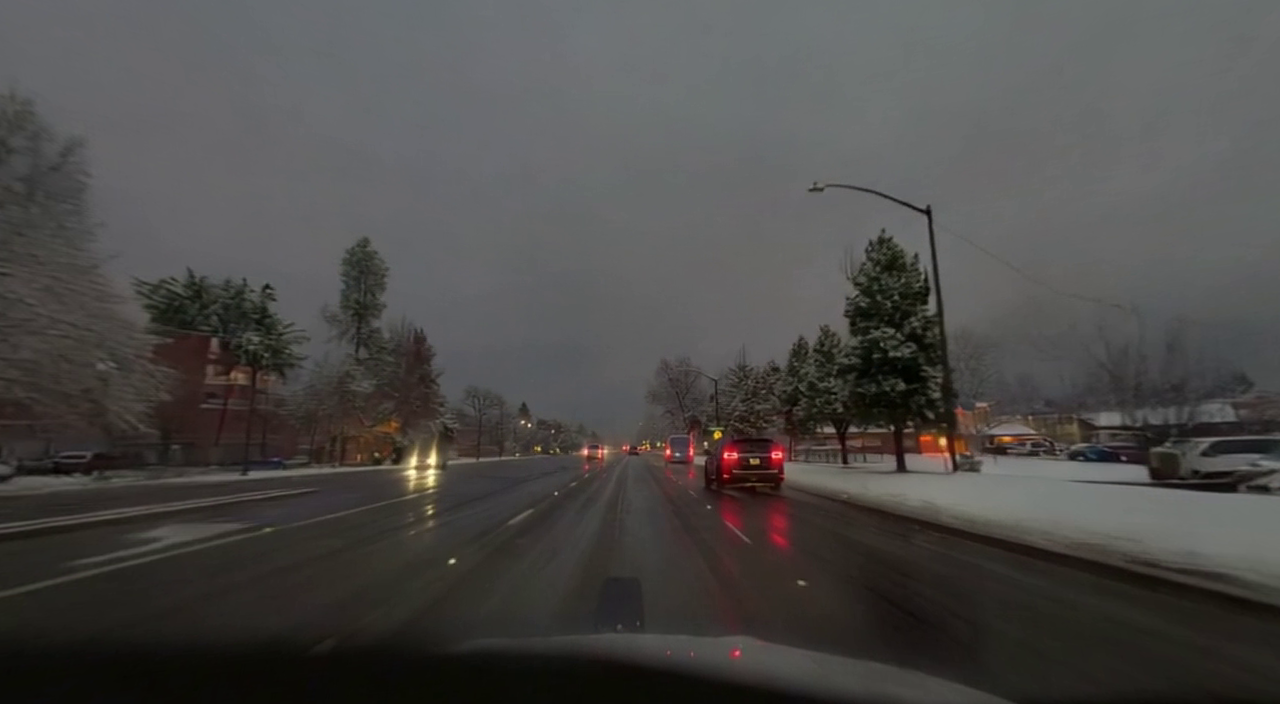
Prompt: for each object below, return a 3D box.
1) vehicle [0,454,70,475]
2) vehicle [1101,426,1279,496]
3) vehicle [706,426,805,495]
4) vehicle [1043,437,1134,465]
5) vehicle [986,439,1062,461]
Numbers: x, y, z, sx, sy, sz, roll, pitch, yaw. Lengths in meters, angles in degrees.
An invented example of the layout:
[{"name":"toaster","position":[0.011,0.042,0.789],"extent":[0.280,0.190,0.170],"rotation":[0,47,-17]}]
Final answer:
[{"name":"vehicle","position":[-46.094,8.567,48.109],"extent":[3.642,1.477,1.634],"rotation":[0,-9,-1]},{"name":"vehicle","position":[15.836,2.950,17.436],"extent":[4.682,1.635,2.053],"rotation":[-2,-9,-6]},{"name":"vehicle","position":[3.284,3.200,18.942],"extent":[2.060,1.816,4.343],"rotation":[0,-8,-1]},{"name":"vehicle","position":[31.122,6.837,43.894],"extent":[5.111,1.834,2.093],"rotation":[1,-8,-11]},{"name":"vehicle","position":[30.280,7.734,49.890],"extent":[4.607,1.683,2.217],"rotation":[1,-9,-8]}]
